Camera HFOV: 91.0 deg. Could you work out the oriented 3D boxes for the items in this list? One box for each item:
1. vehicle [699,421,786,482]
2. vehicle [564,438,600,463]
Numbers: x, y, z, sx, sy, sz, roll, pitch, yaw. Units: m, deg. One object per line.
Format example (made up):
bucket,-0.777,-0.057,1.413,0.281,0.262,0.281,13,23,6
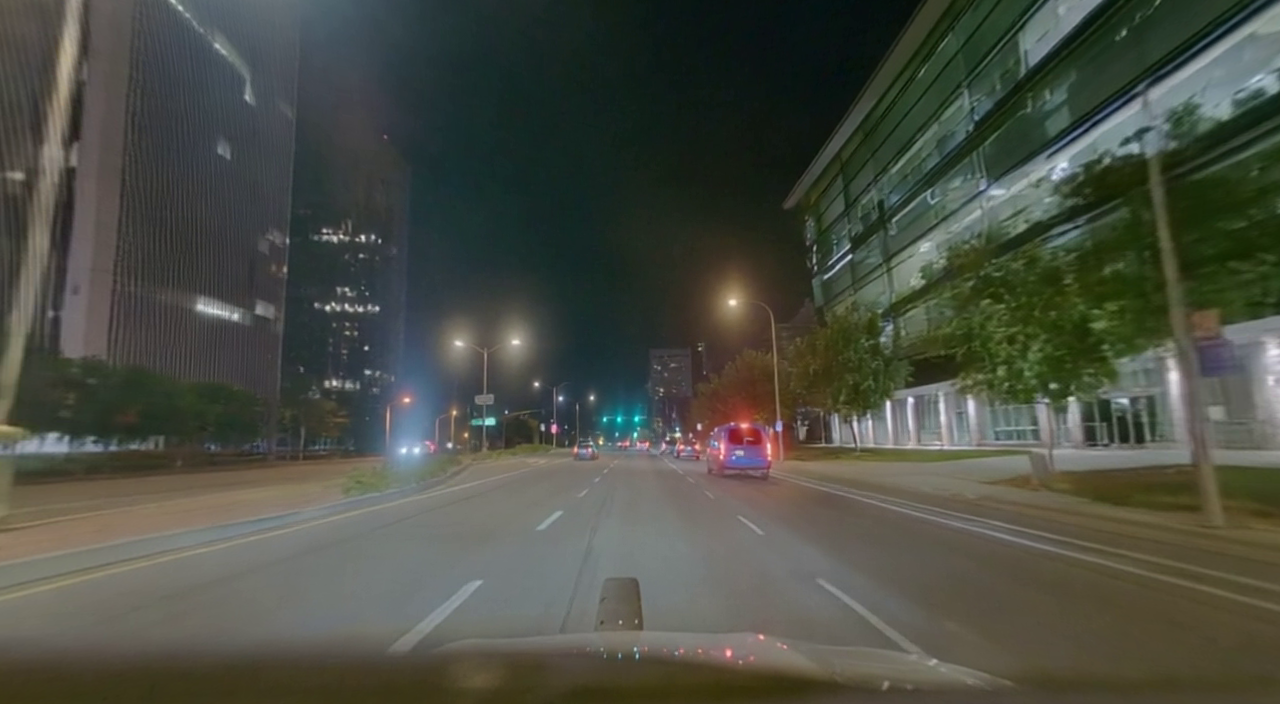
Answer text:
vehicle,3.490,3.537,22.538,2.200,1.914,5.145,0,-8,0
vehicle,-3.610,6.214,39.791,1.864,1.464,4.195,0,-8,1
